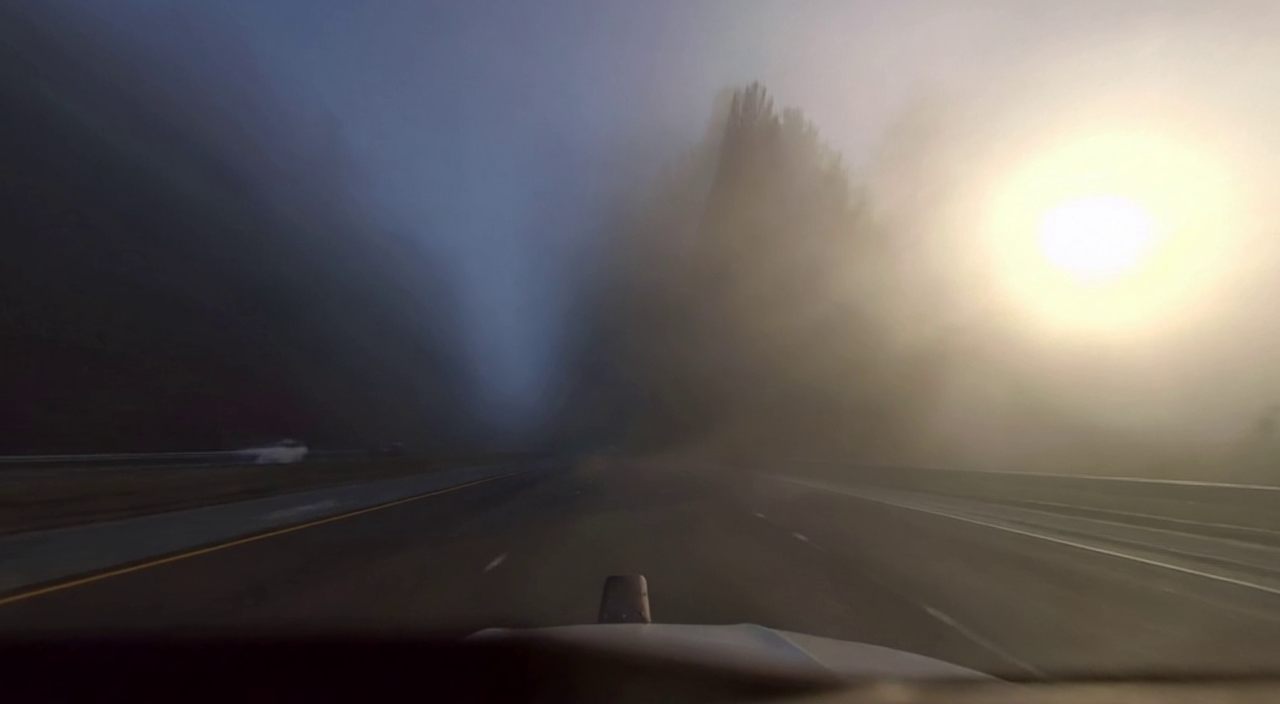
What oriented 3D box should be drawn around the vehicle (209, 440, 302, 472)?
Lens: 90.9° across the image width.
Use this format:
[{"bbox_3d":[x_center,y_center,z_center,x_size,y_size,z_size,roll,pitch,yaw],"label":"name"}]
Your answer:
[{"bbox_3d":[-19.058,5.172,31.470,2.242,1.458,3.842,0,-9,-1],"label":"vehicle"}]
